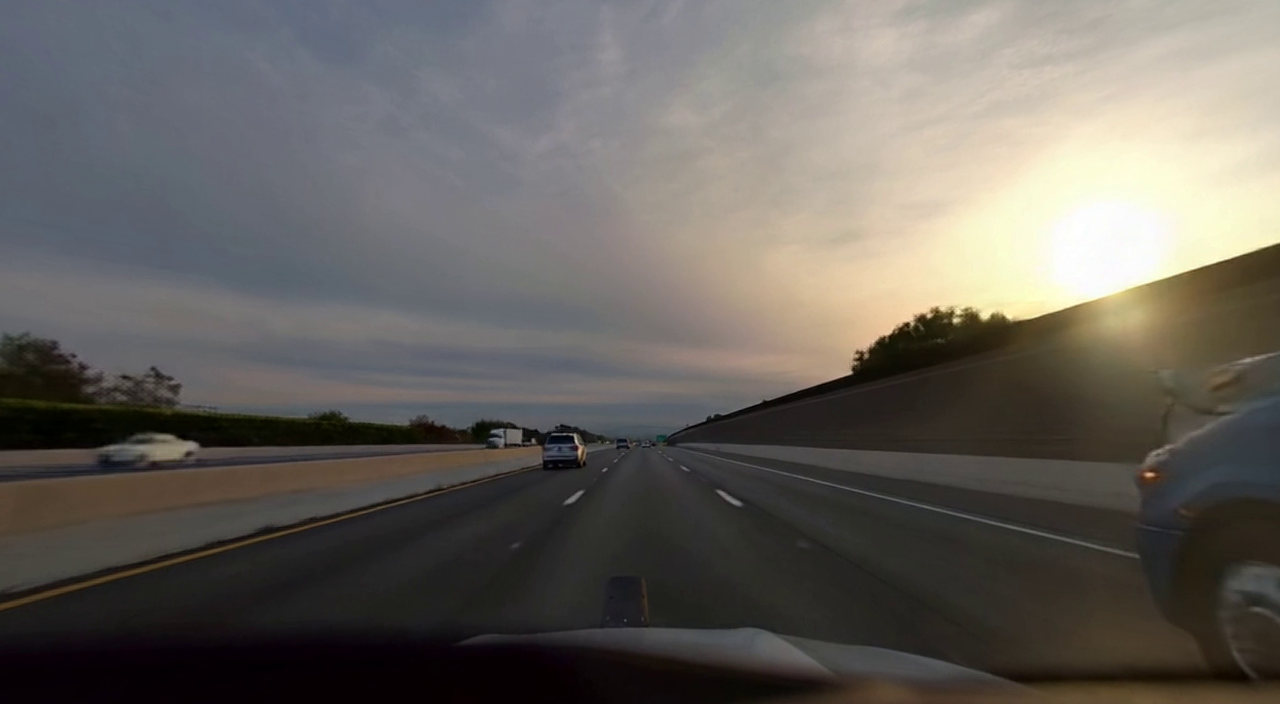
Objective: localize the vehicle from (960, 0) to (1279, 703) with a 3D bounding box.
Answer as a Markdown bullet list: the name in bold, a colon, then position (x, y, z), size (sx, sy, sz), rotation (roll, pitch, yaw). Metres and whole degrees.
- **vehicle**: position (3.933, -0.561, 1.630), size (3.037, 4.014, 6.276), rotation (1, -7, 2)

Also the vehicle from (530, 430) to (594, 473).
- **vehicle**: position (-3.274, 4.316, 27.497), size (2.189, 1.707, 4.692), rotation (0, -8, 0)
